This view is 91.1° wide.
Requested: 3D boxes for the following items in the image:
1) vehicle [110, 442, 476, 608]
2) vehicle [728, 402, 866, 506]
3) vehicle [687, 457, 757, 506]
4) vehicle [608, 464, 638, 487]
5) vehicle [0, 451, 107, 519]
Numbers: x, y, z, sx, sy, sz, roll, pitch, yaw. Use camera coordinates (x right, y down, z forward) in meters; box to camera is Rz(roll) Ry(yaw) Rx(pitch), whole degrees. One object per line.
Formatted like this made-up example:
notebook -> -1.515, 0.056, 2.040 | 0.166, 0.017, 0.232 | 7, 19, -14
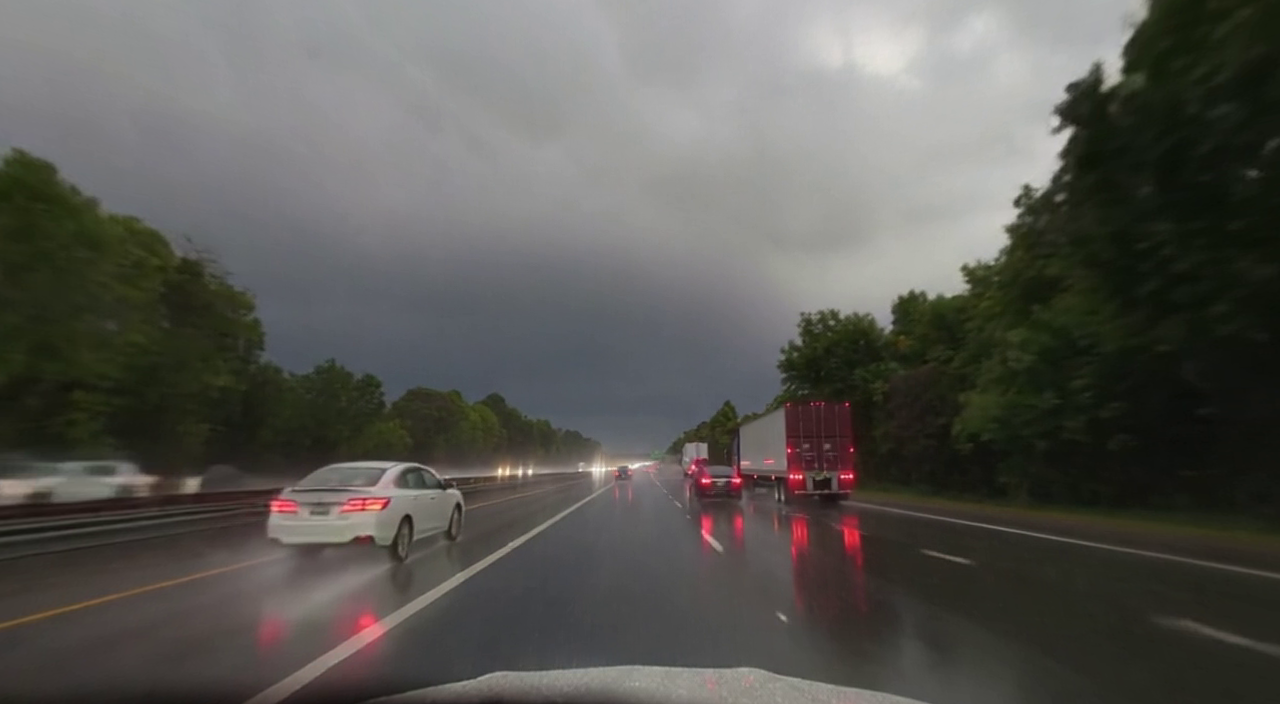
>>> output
vehicle -> -3.826, 2.030, 8.209 | 2.065, 1.485, 4.682 | 1, -10, 0
vehicle -> 7.506, 5.671, 34.011 | 2.861, 4.086, 17.499 | 1, -10, -1
vehicle -> 3.089, 5.032, 24.712 | 2.050, 1.708, 4.457 | 1, -10, -1
vehicle -> -1.167, 8.919, 45.607 | 2.025, 1.547, 4.150 | 1, -10, 0
vehicle -> -15.538, 3.086, 14.672 | 1.943, 1.509, 4.783 | 1, -10, 0
